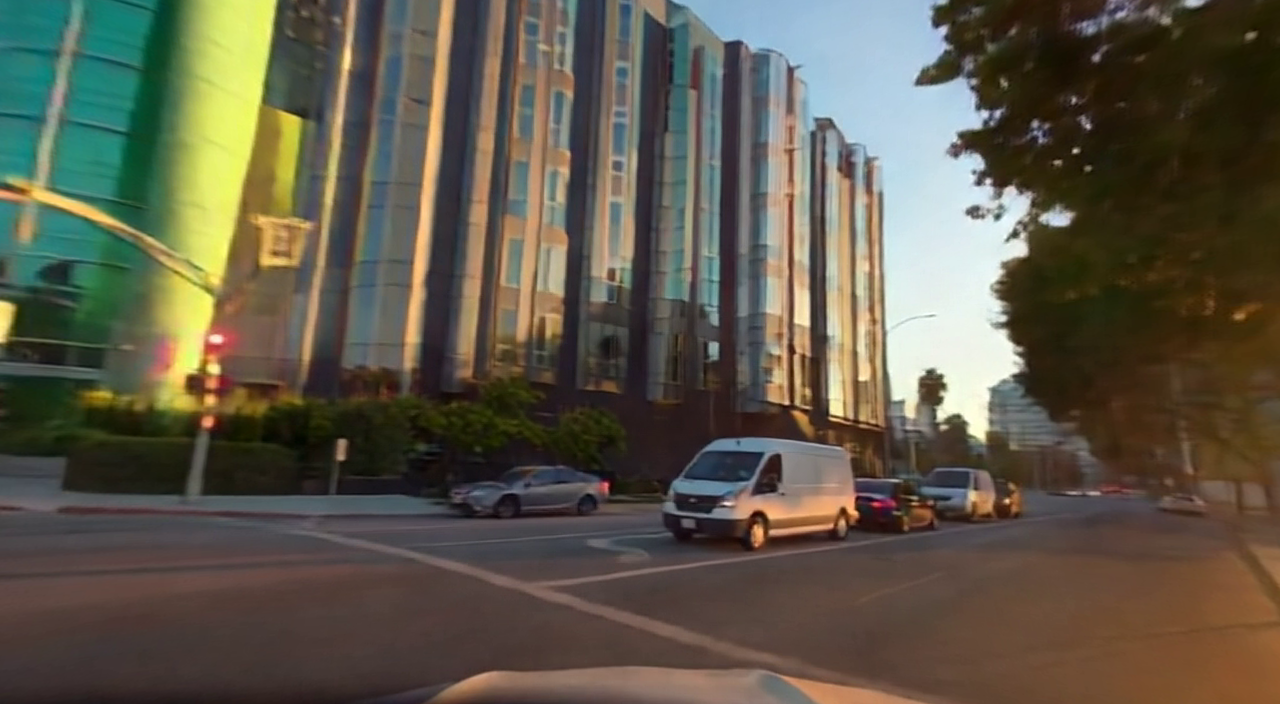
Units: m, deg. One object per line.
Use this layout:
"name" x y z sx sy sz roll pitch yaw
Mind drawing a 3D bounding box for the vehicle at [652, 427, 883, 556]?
"vehicle" 2.767 2.727 12.702 2.104 2.013 5.252 -11 -15 40

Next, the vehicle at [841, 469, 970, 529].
"vehicle" 7.836 4.195 18.372 1.853 1.495 4.632 -11 -15 41

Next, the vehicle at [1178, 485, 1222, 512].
"vehicle" 36.021 9.381 40.557 1.899 1.470 3.666 -8 -13 40

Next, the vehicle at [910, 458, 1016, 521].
"vehicle" 11.947 4.972 23.176 2.148 2.024 4.884 -8 -14 41

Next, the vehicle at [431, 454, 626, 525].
"vehicle" -2.592 3.324 15.574 1.868 1.472 4.470 -9 -14 42
